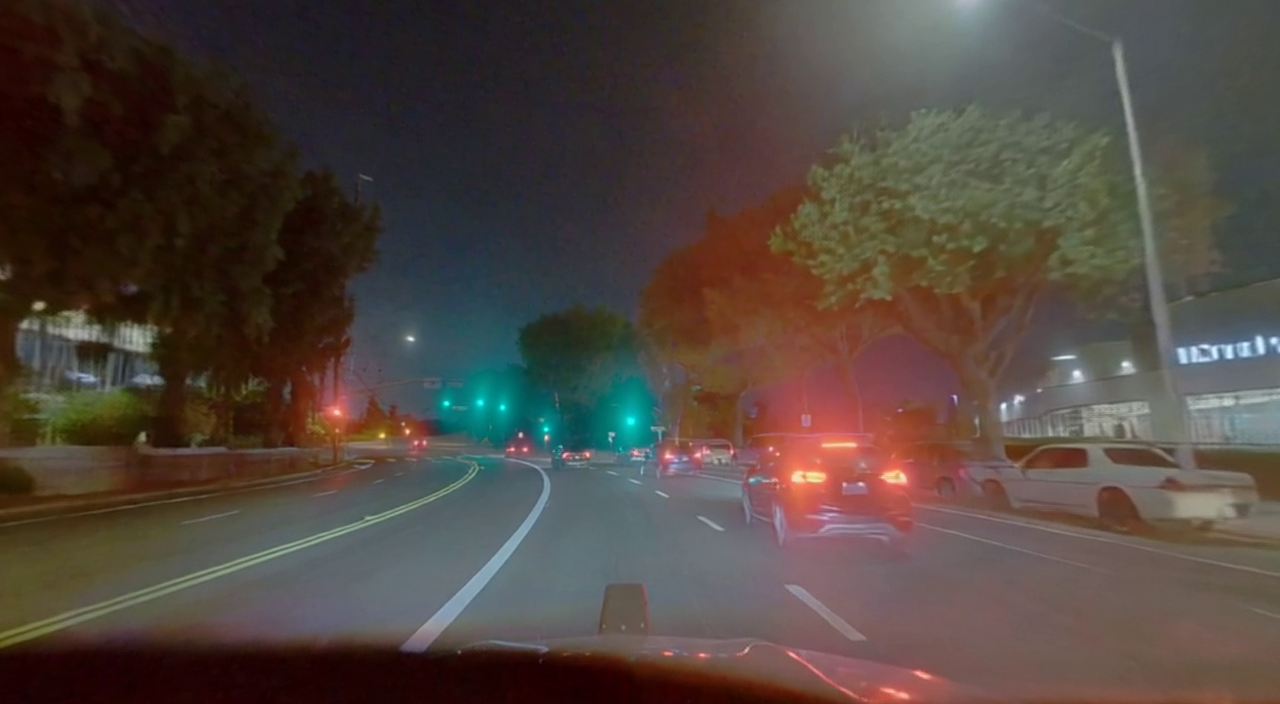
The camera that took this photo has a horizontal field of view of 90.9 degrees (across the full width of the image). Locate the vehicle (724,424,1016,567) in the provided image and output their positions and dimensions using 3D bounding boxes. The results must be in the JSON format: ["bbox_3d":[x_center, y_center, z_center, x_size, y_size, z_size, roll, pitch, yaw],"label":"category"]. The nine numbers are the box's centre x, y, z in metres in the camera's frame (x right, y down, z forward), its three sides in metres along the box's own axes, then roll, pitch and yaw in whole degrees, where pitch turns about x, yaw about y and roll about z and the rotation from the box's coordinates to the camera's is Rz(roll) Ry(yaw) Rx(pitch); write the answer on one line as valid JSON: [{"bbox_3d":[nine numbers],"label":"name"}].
[{"bbox_3d":[2.725,1.834,8.894,2.280,1.472,4.426,0,-8,-3],"label":"vehicle"}]

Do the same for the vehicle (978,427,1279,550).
[{"bbox_3d":[7.546,1.967,9.846,1.820,1.450,4.408,1,-8,-4],"label":"vehicle"}]

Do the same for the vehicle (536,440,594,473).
[{"bbox_3d":[-3.872,5.195,31.640,2.308,1.535,4.811,2,-9,-13],"label":"vehicle"}]

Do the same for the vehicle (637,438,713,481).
[{"bbox_3d":[1.218,4.102,24.322,1.984,1.476,4.488,1,-8,-9],"label":"vehicle"}]

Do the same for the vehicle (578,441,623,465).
[{"bbox_3d":[-2.595,6.464,40.464,1.957,1.463,4.701,2,-9,-16],"label":"vehicle"}]
